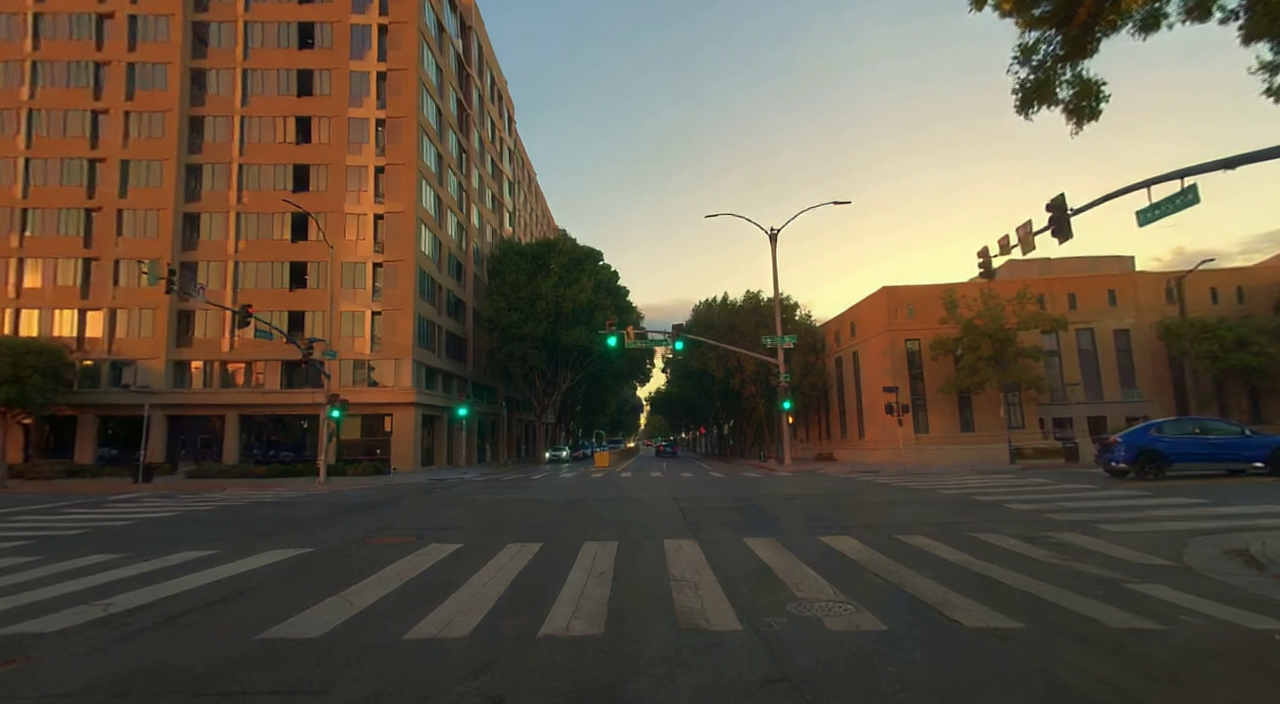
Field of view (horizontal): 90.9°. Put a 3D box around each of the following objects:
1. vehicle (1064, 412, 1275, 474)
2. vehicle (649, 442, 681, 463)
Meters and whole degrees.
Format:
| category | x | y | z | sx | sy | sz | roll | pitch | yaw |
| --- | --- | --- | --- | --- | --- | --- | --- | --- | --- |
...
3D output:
| category | x | y | z | sx | sy | sz | roll | pitch | yaw |
| --- | --- | --- | --- | --- | --- | --- | --- | --- | --- |
| vehicle | 16.921 | 2.943 | 20.400 | 4.802 | 1.860 | 2.146 | 0 | -8 | 0 |
| vehicle | 1.814 | 7.583 | 47.830 | 2.039 | 1.470 | 4.355 | 0 | -8 | -3 |
